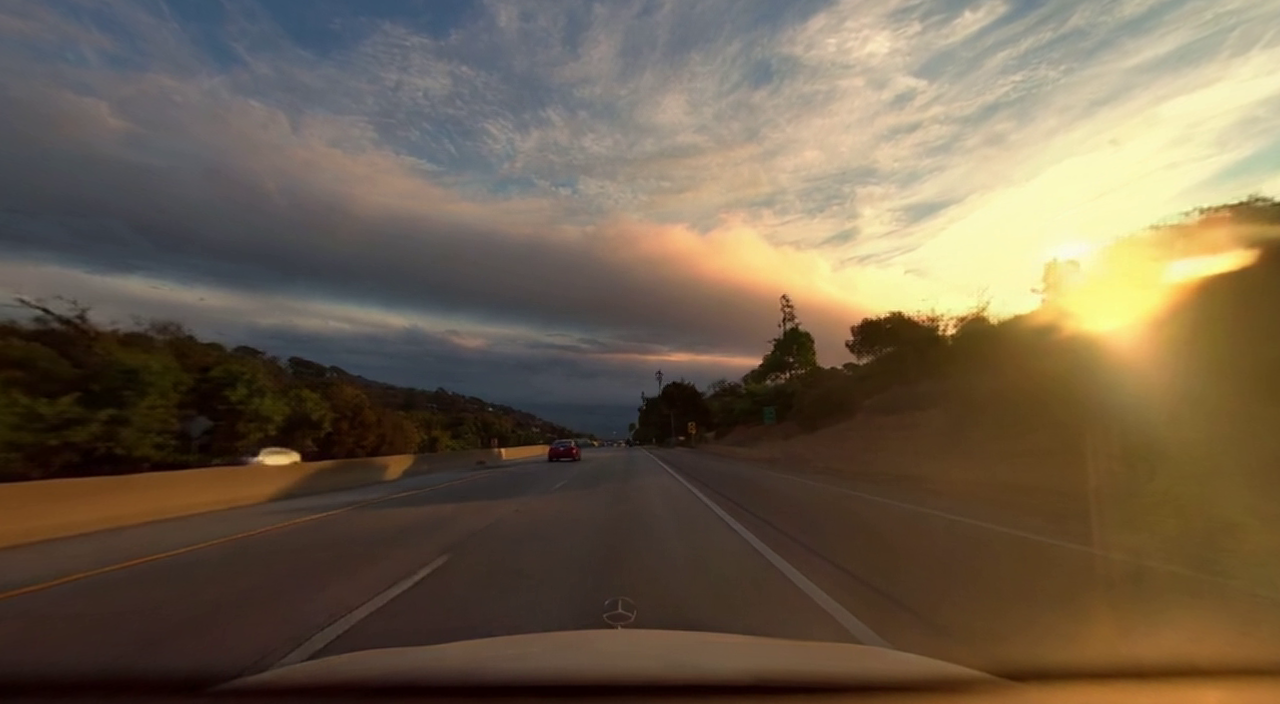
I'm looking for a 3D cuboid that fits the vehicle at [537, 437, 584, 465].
[{"bbox_3d":[-4.347,5.477,35.099,2.063,1.496,4.225,0,-8,0],"label":"vehicle"}]
